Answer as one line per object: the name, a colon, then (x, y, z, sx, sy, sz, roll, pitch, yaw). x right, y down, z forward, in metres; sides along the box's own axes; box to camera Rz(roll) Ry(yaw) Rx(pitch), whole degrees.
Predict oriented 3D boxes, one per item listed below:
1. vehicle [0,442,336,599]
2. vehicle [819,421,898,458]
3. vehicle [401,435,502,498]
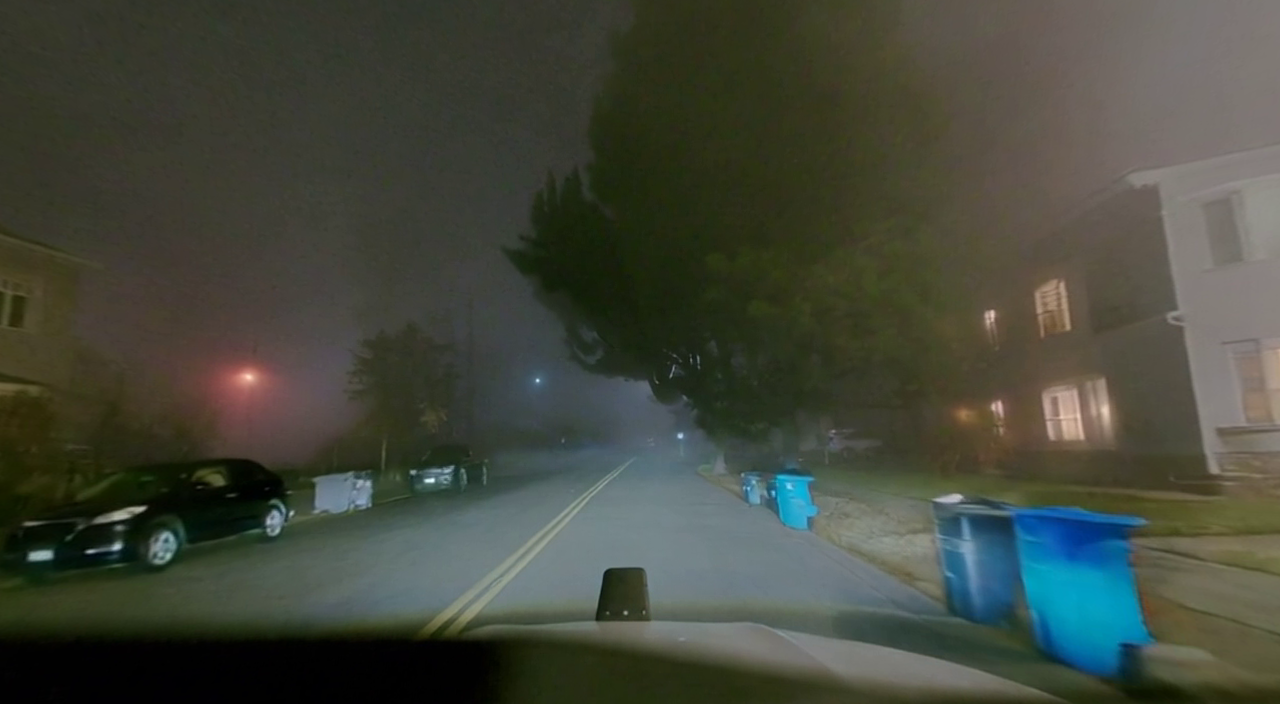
vehicle: (-6.377, 2.138, 9.012, 1.945, 1.530, 4.430, -4, -8, -1)
vehicle: (11.288, 4.581, 32.980, 2.189, 1.756, 5.053, 1, -8, -2)
vehicle: (-6.465, 3.921, 22.231, 2.169, 1.871, 4.762, -2, -8, -1)
